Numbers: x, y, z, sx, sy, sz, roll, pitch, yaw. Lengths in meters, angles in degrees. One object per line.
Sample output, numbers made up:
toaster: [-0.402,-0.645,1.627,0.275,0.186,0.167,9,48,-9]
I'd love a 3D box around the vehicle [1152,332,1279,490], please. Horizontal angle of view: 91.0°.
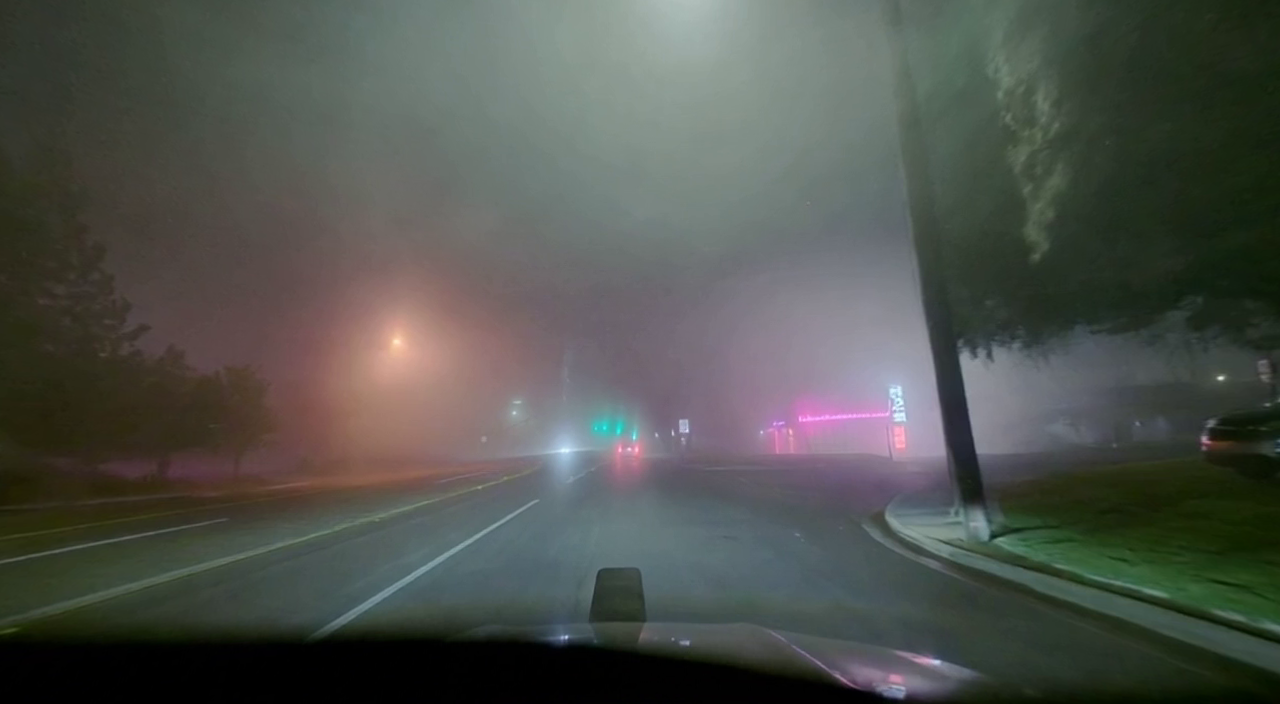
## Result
vehicle: [10.577,0.867,8.696,5.683,1.930,2.232,2,-9,-13]
